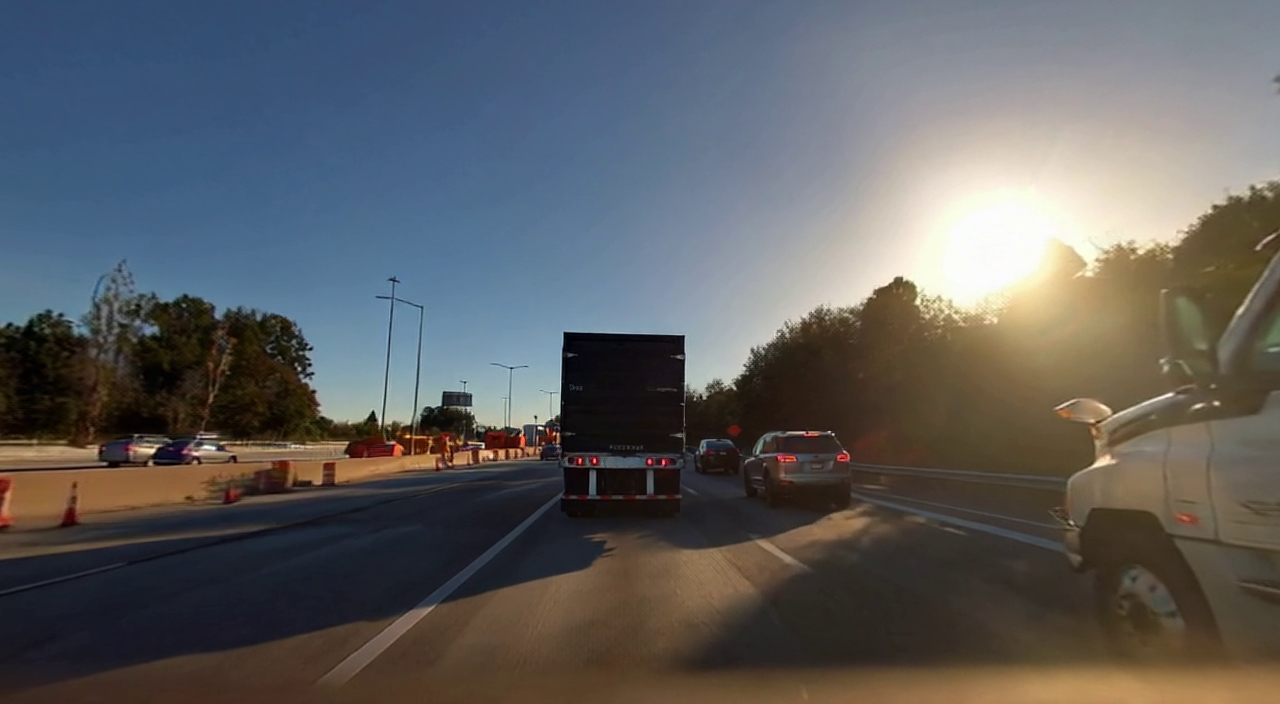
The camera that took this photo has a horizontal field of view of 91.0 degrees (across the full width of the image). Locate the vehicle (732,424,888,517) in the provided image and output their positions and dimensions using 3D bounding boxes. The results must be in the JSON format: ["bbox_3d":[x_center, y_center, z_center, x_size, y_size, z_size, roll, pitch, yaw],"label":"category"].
[{"bbox_3d":[3.479,2.531,13.849,2.103,1.713,4.173,1,-9,-3],"label":"vehicle"}]

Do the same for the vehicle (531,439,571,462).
[{"bbox_3d":[-6.003,6.693,42.935,2.014,1.477,4.595,0,-9,1],"label":"vehicle"}]

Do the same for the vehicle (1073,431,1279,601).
[{"bbox_3d":[7.248,1.605,6.177,2.070,1.632,4.774,2,-9,-10],"label":"vehicle"}]

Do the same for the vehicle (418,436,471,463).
[{"bbox_3d":[-14.147,7.076,45.899,2.054,1.708,4.663,2,-8,4],"label":"vehicle"}]

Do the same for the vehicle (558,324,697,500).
[{"bbox_3d":[-0.443,2.085,19.221,3.067,3.940,10.154,1,-9,-2],"label":"vehicle"}]

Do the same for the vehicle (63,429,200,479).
[{"bbox_3d":[-21.529,4.301,26.727,4.632,1.852,2.033,0,-8,16],"label":"vehicle"}]
